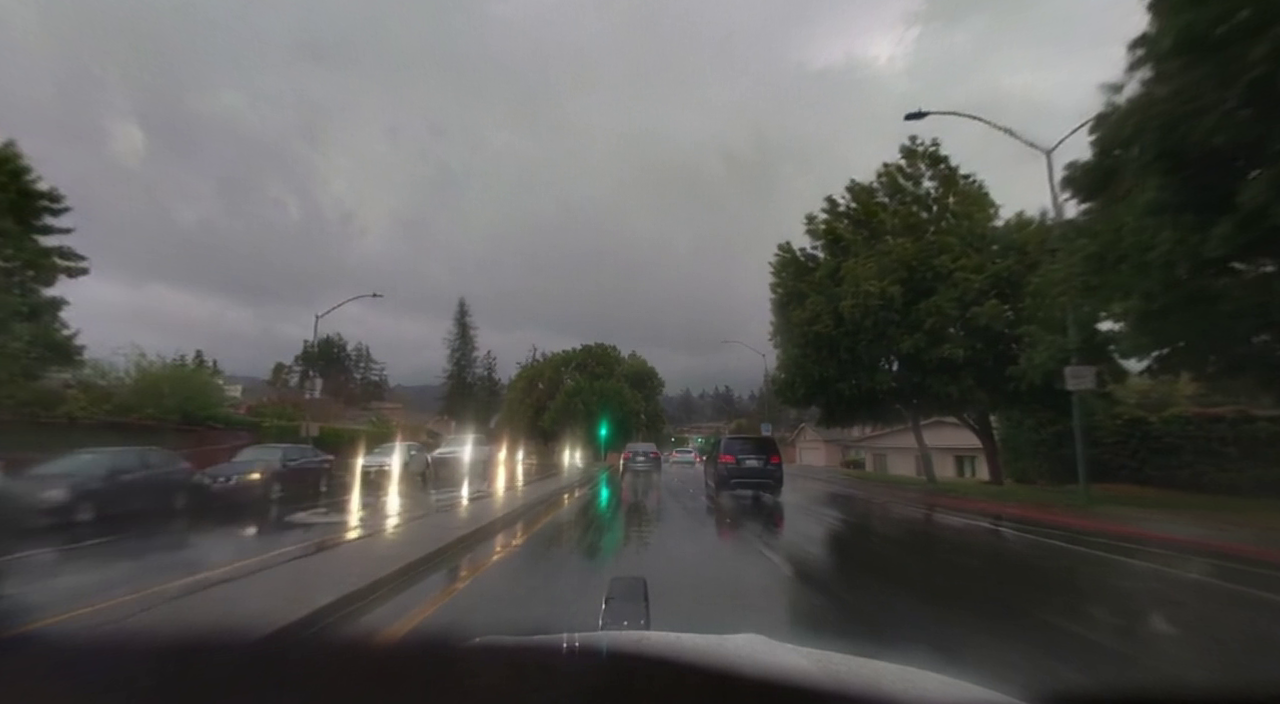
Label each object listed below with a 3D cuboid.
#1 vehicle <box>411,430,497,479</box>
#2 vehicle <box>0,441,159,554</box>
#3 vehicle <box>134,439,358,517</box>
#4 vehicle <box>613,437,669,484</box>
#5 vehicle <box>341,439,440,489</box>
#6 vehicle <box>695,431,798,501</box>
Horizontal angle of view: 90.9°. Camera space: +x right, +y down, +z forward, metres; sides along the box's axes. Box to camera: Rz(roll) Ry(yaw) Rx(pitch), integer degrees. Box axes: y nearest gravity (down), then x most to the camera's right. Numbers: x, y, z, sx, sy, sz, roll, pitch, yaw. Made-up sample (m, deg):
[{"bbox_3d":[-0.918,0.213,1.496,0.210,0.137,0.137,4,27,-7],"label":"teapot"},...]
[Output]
[{"bbox_3d":[-8.983,5.043,31.285,2.037,2.113,7.185,0,-9,0],"label":"vehicle"},{"bbox_3d":[-9.002,1.933,8.518,1.786,1.422,4.021,0,-9,1],"label":"vehicle"},{"bbox_3d":[-8.966,2.894,15.081,2.140,1.510,5.005,0,-9,0],"label":"vehicle"},{"bbox_3d":[0.006,4.599,27.029,2.185,1.822,4.391,0,-9,-1],"label":"vehicle"},{"bbox_3d":[-9.224,4.145,23.703,1.988,1.663,4.316,0,-9,-1],"label":"vehicle"},{"bbox_3d":[2.977,3.298,18.666,2.166,1.799,4.372,0,-9,-1],"label":"vehicle"}]
